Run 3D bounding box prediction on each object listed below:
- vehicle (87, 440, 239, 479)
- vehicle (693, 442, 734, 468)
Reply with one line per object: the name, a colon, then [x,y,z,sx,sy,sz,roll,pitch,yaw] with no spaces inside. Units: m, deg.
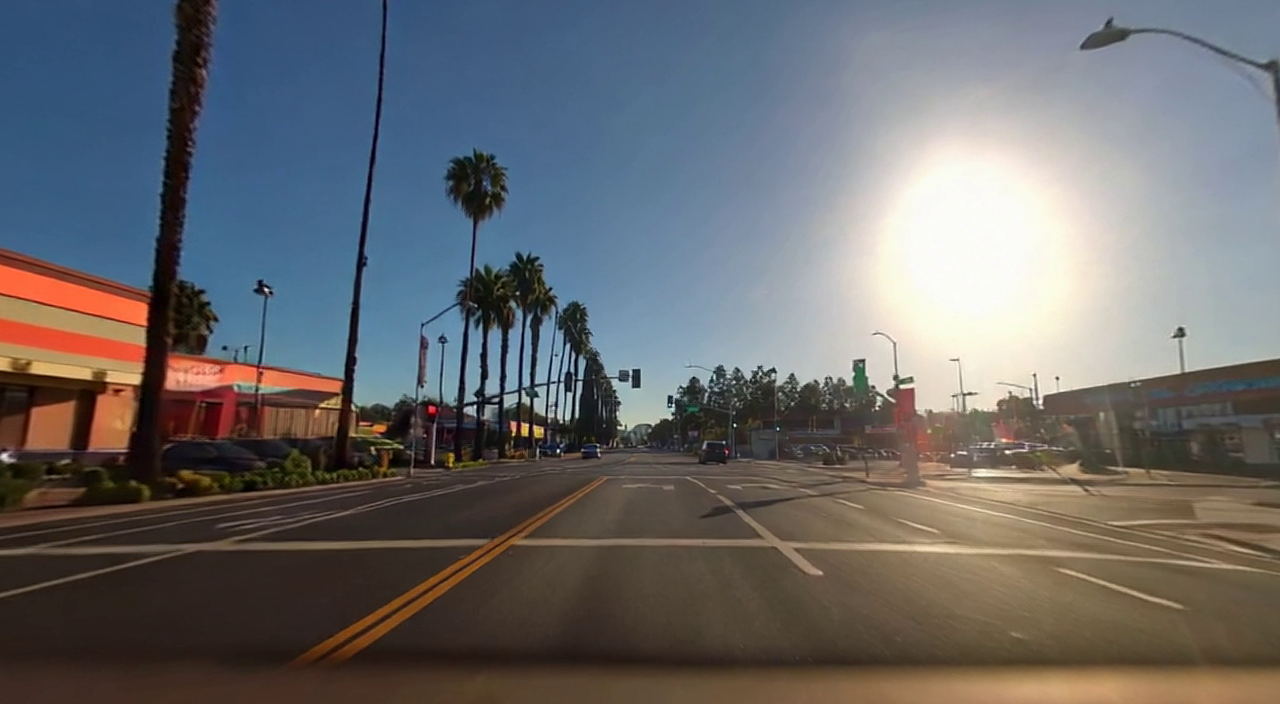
vehicle: [-18.206,4.105,24.170,4.277,1.453,1.913,0,-8,0]
vehicle: [4.536,6.449,39.552,2.065,1.507,4.225,0,-9,0]
